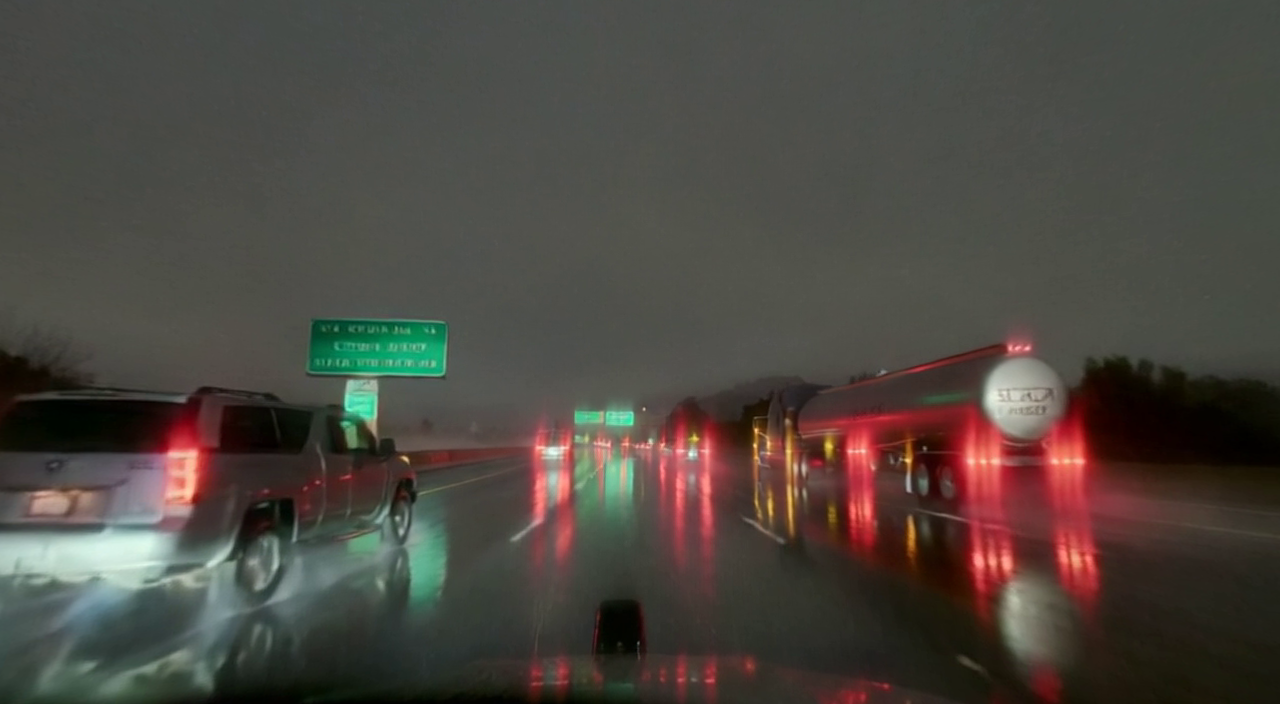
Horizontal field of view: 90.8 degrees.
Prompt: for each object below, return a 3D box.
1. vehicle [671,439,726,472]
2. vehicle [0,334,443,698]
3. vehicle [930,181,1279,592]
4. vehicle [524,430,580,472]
[{"bbox_3d":[2.791,5.094,31.211,2.053,1.510,4.400,0,-8,-4],"label":"vehicle"},{"bbox_3d":[-4.207,1.242,6.150,2.684,1.839,5.803,0,-8,0],"label":"vehicle"},{"bbox_3d":[7.427,0.531,7.063,3.554,3.573,10.307,0,-8,1],"label":"vehicle"},{"bbox_3d":[-4.162,4.773,30.517,2.149,1.843,4.348,0,-8,-1],"label":"vehicle"}]
